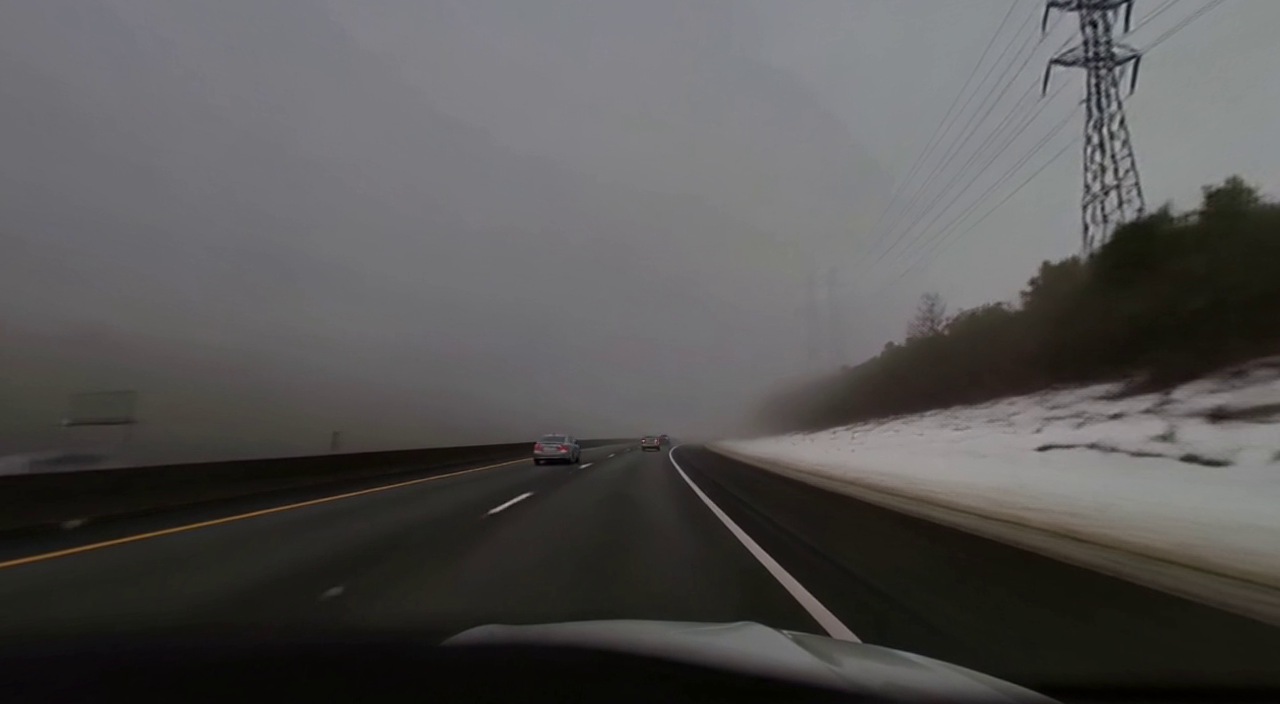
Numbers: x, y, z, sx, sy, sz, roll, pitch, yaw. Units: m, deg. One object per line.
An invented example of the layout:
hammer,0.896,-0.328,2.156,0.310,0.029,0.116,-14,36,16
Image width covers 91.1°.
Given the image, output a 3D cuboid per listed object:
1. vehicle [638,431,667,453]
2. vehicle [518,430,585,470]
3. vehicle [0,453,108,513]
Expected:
vehicle,0.971,6.802,47.573,2.077,1.523,4.206,0,-8,3
vehicle,-3.551,4.002,26.005,2.030,1.522,4.250,0,-8,2
vehicle,-18.519,3.789,18.350,1.912,1.514,4.589,0,-8,0
